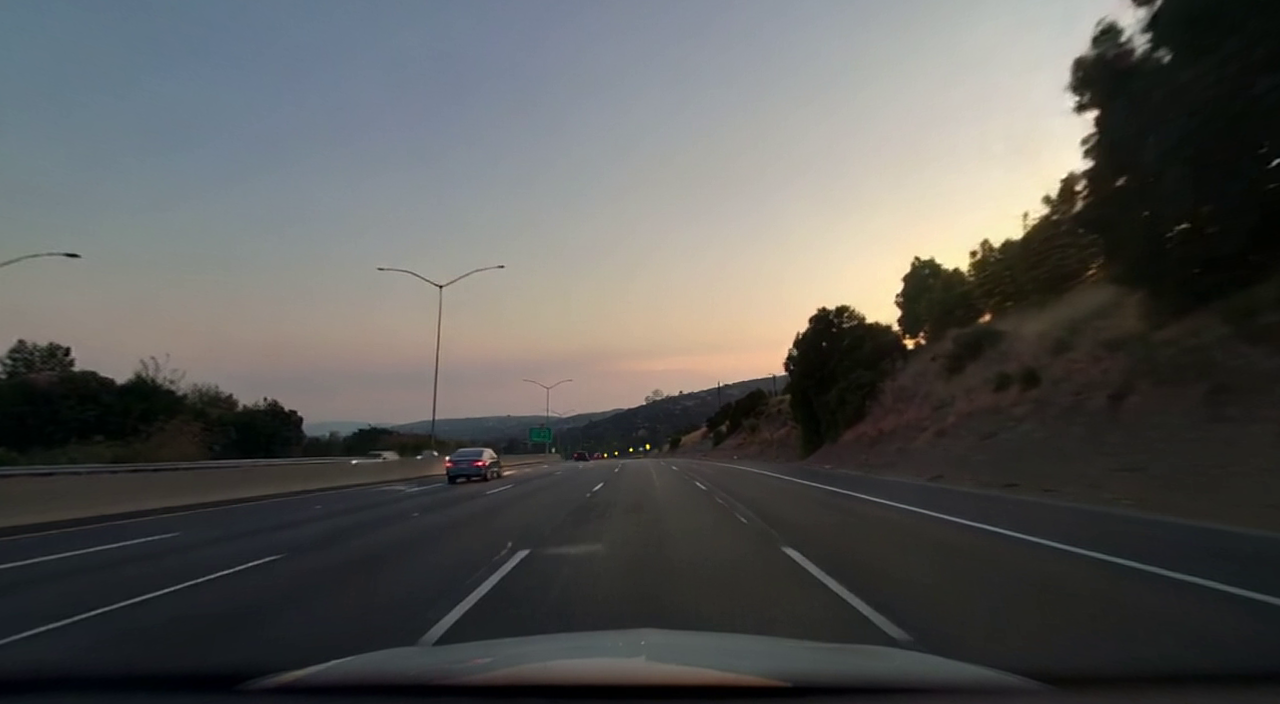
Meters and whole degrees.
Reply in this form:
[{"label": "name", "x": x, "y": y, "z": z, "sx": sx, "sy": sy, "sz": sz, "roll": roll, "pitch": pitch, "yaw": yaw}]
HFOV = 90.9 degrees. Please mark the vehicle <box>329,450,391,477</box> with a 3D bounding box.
[{"label": "vehicle", "x": -17.614, "y": 7.017, "z": 39.926, "sx": 1.927, "sy": 1.517, "sz": 4.410, "roll": 0, "pitch": -8, "yaw": -1}]
